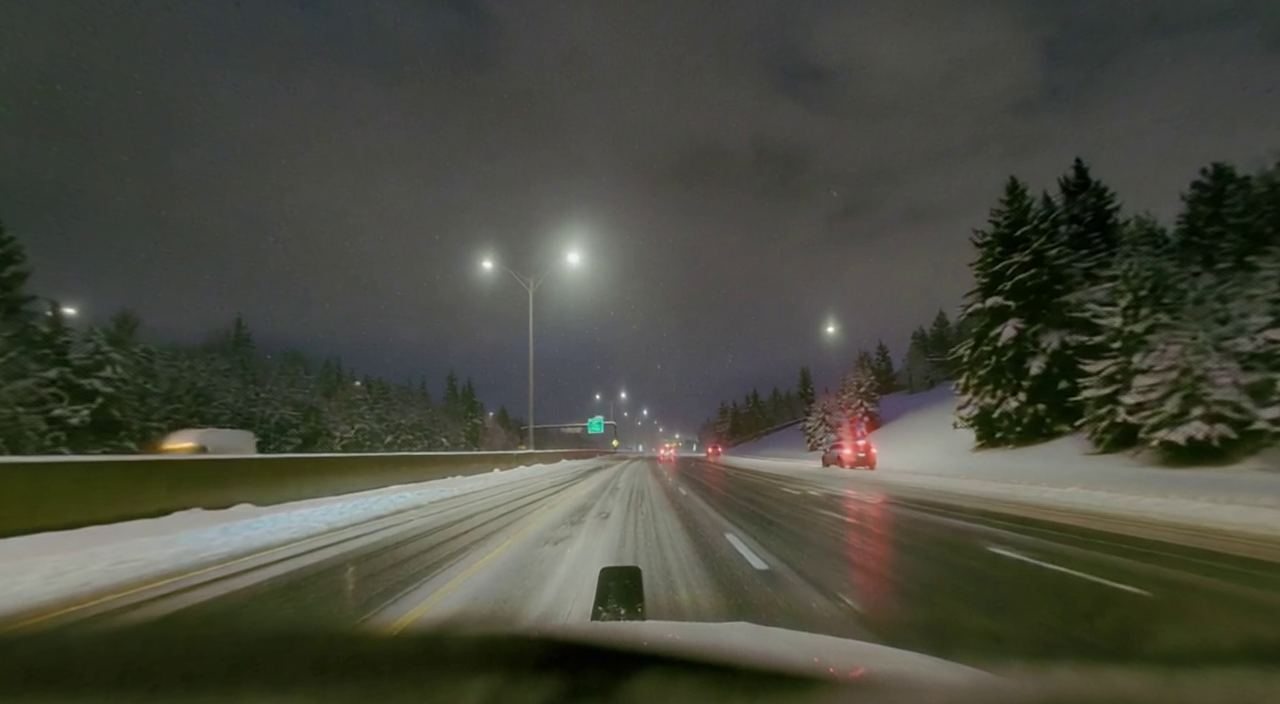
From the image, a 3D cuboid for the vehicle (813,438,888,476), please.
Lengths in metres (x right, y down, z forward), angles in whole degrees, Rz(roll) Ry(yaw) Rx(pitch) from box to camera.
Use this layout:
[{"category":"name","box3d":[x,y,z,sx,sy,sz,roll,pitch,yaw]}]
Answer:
[{"category":"vehicle","box3d":[10.460,5.248,31.660,2.167,1.781,4.340,0,-9,-1]}]
